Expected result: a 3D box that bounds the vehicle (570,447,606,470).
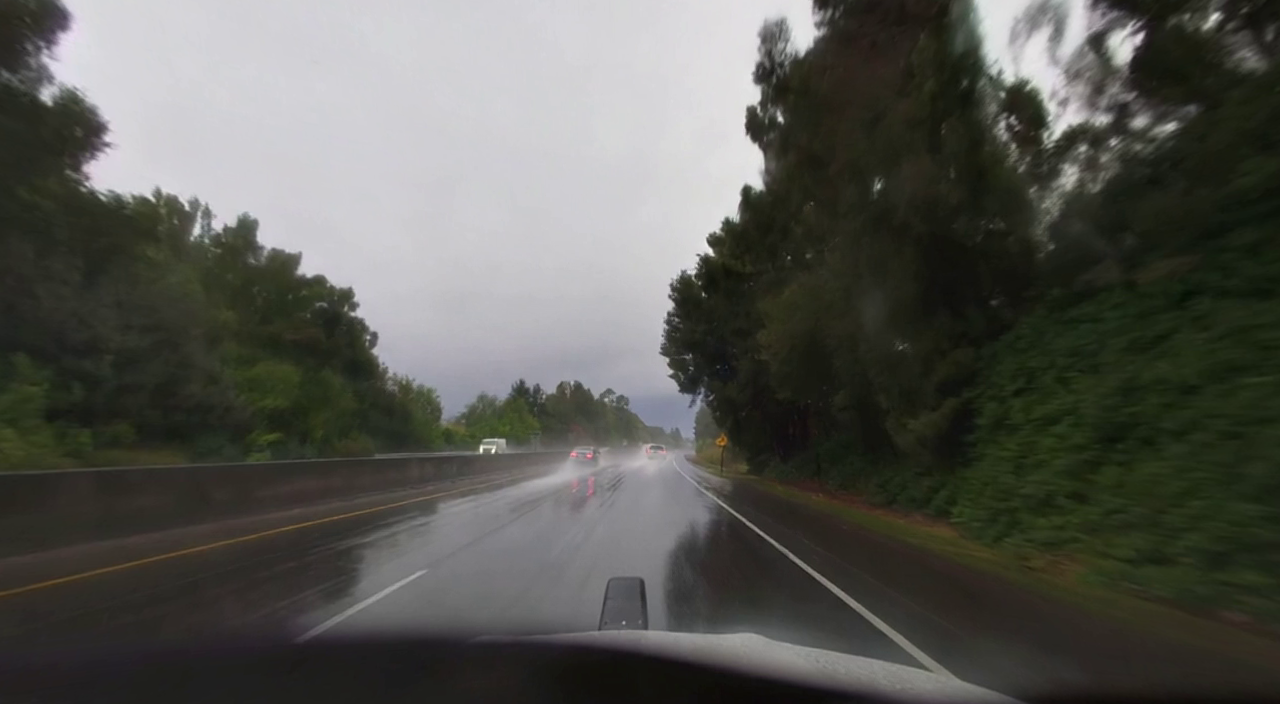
[{"bbox_3d":[-3.509,7.214,42.851,2.033,1.449,3.957,0,-9,1],"label":"vehicle"}]
